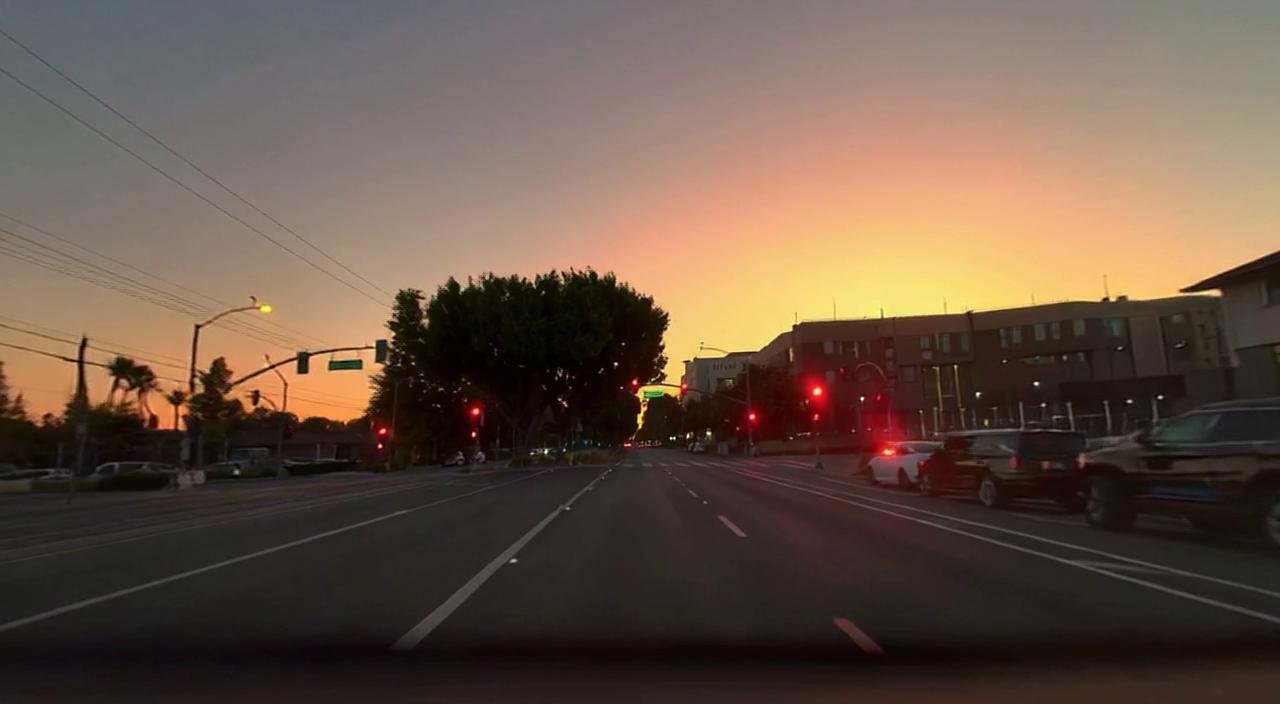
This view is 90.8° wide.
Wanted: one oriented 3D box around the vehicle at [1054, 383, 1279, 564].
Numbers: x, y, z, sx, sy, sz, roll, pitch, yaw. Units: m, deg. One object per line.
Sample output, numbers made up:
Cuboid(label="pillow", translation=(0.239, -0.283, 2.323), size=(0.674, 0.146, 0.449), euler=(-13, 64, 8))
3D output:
Cuboid(label="vehicle", translation=(7.790, 1.404, 7.504), size=(2.130, 1.877, 5.334), euler=(0, -9, 0))

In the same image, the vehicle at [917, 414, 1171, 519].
Cuboid(label="vehicle", translation=(7.908, 2.293, 13.132), size=(2.063, 1.749, 4.776), euler=(0, -9, 0))
